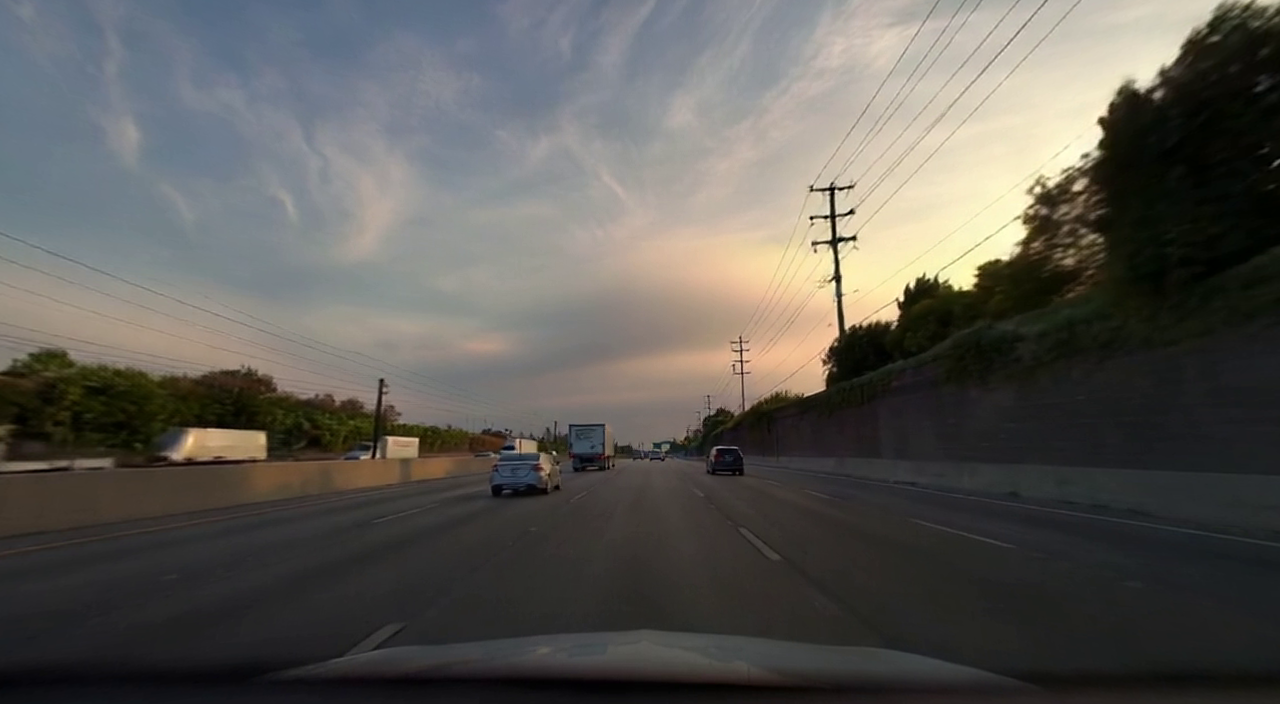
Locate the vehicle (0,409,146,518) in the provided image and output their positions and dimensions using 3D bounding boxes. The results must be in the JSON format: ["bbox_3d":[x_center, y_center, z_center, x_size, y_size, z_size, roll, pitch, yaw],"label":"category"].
[{"bbox_3d":[-15.567,2.602,14.772,2.430,2.421,6.683,0,-9,1],"label":"vehicle"}]

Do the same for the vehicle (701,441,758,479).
[{"bbox_3d":[4.533,5.542,32.670,2.214,1.799,4.627,0,-9,-1],"label":"vehicle"}]

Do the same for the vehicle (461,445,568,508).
[{"bbox_3d":[-3.229,3.294,17.117,2.004,1.498,4.043,0,-9,1],"label":"vehicle"}]

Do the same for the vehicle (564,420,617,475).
[{"bbox_3d":[-3.028,6.146,40.487,2.632,3.153,6.879,0,-9,1],"label":"vehicle"}]

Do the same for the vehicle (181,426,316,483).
[{"bbox_3d":[-19.440,5.147,31.883,2.216,2.563,6.917,0,-9,1],"label":"vehicle"}]
